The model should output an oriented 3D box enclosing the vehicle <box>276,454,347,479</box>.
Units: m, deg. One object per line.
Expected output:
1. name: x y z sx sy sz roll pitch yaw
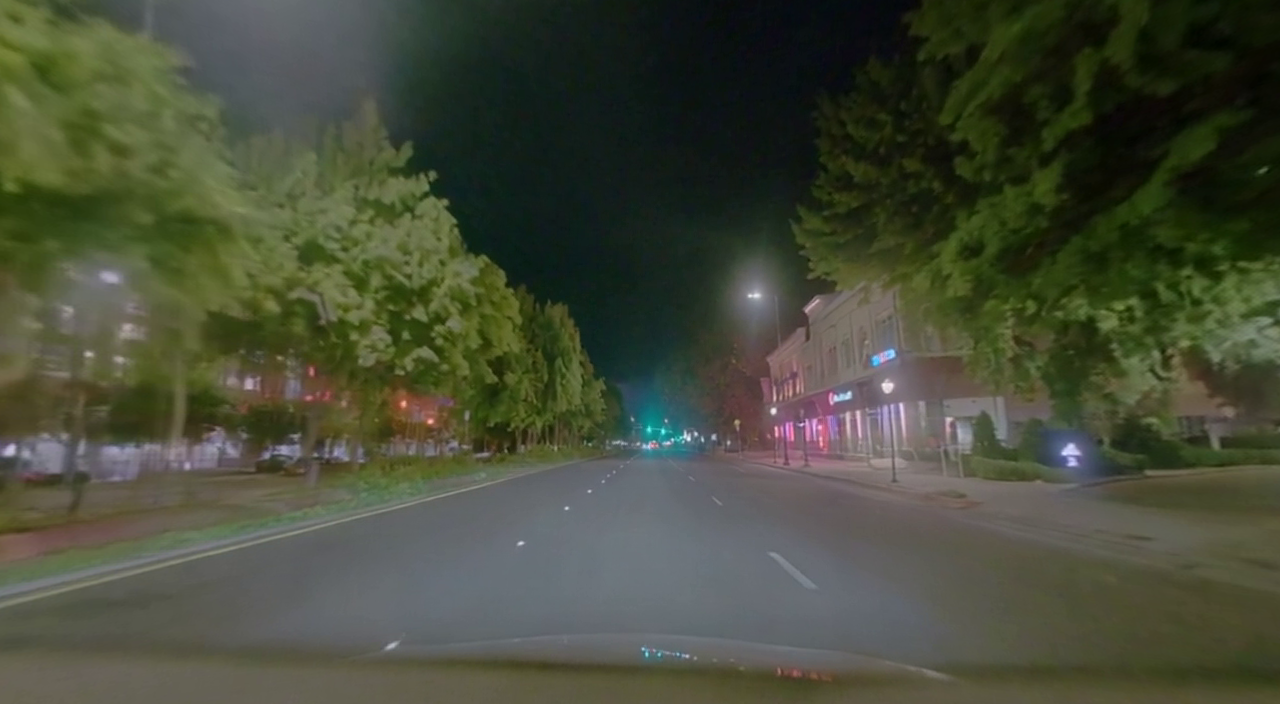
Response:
1. vehicle: -22.107 7.705 42.666 2.135 1.467 4.653 -1 -8 2
